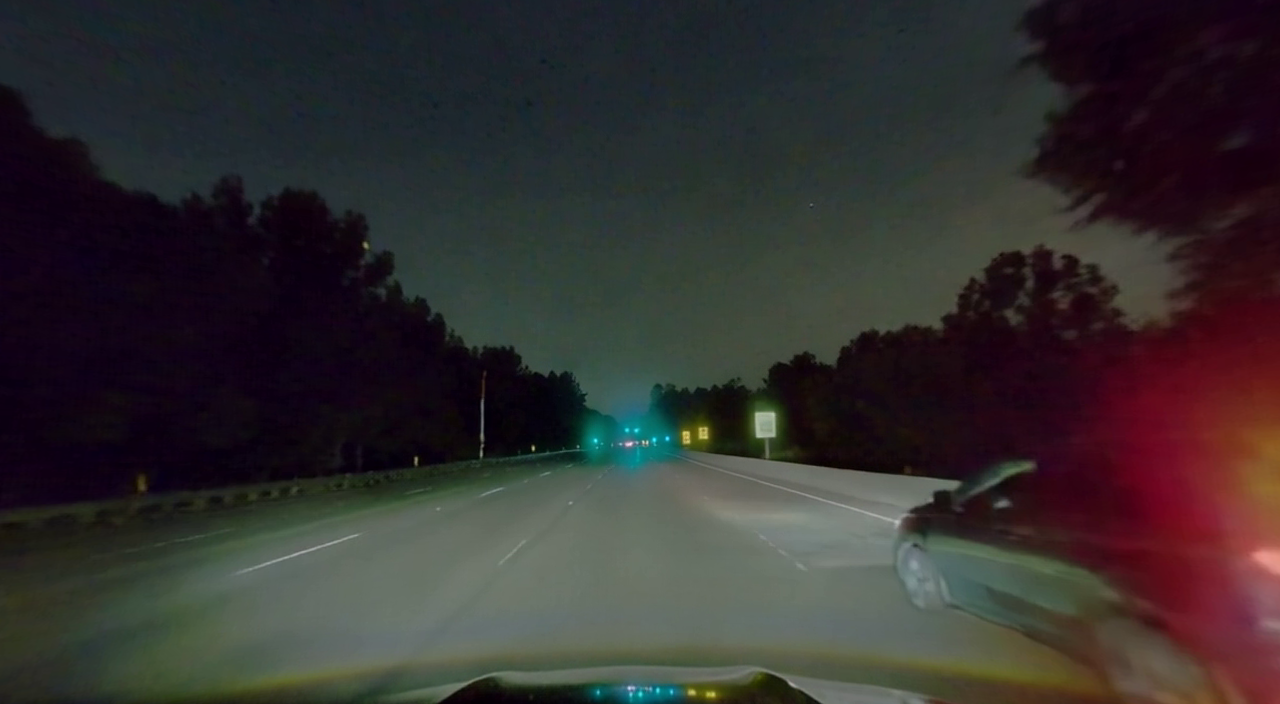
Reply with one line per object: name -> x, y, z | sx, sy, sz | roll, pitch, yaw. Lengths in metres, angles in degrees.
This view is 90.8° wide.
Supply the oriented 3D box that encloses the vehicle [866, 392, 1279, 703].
vehicle -> 2.848, 0.998, 2.745 | 2.042, 1.469, 4.470 | 0, -8, -1
